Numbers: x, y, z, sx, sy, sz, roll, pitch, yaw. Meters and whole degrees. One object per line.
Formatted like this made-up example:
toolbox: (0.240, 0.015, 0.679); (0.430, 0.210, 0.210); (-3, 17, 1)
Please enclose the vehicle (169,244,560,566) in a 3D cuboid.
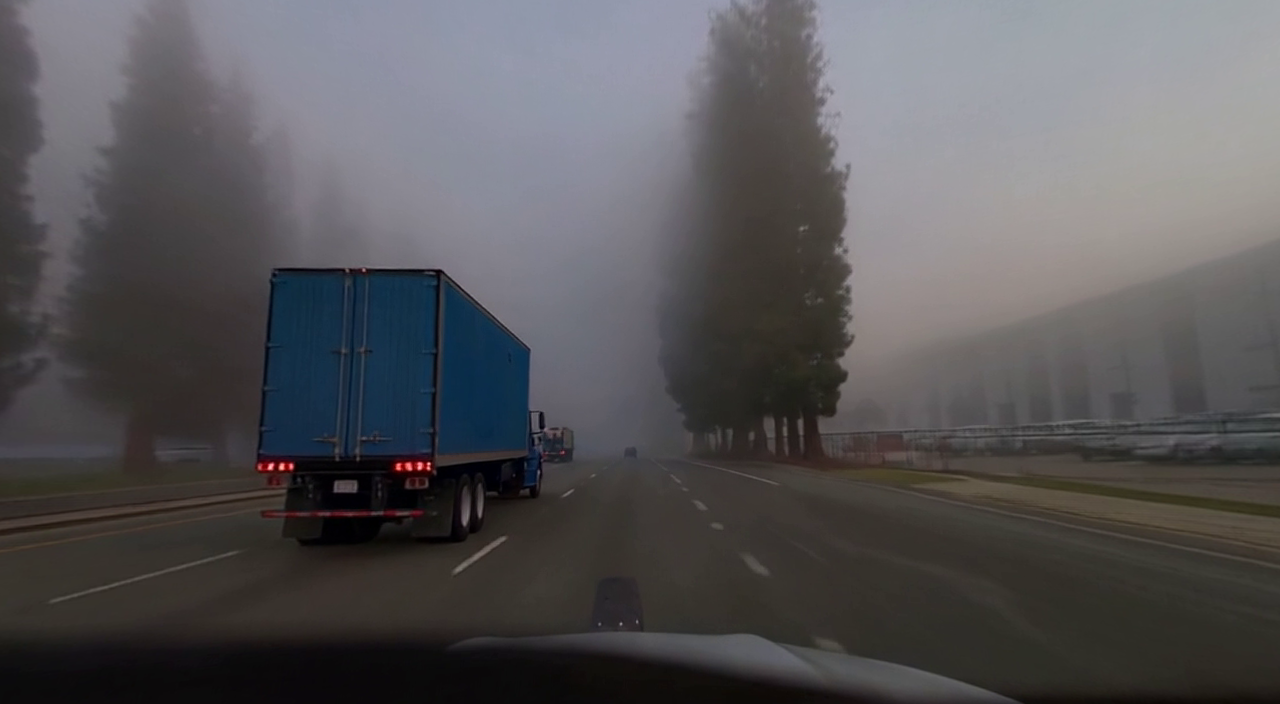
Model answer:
vehicle: (-3.386, 1.106, 10.861); (2.910, 3.419, 8.376); (0, -8, 0)
